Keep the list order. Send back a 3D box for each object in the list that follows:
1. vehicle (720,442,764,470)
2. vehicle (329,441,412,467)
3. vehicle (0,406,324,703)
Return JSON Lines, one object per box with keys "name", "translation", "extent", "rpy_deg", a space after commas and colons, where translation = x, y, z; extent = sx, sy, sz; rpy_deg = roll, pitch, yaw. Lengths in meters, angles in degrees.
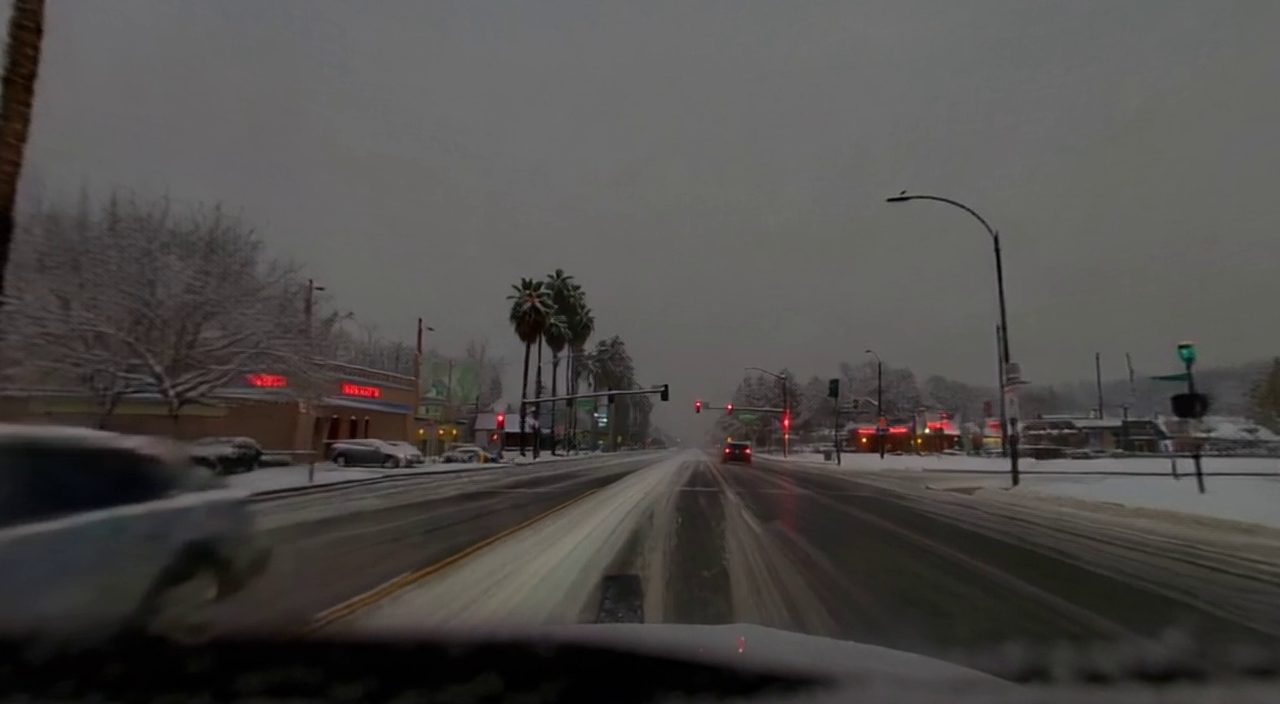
{"name": "vehicle", "translation": [5.813, 5.954, 36.283], "extent": [2.065, 1.507, 4.225], "rpy_deg": [0, -9, 3]}
{"name": "vehicle", "translation": [-16.661, 6.321, 39.053], "extent": [4.242, 1.504, 1.969], "rpy_deg": [-1, -9, 4]}
{"name": "vehicle", "translation": [-4.044, 1.032, 3.134], "extent": [2.090, 1.489, 4.909], "rpy_deg": [-1, -9, 4]}
